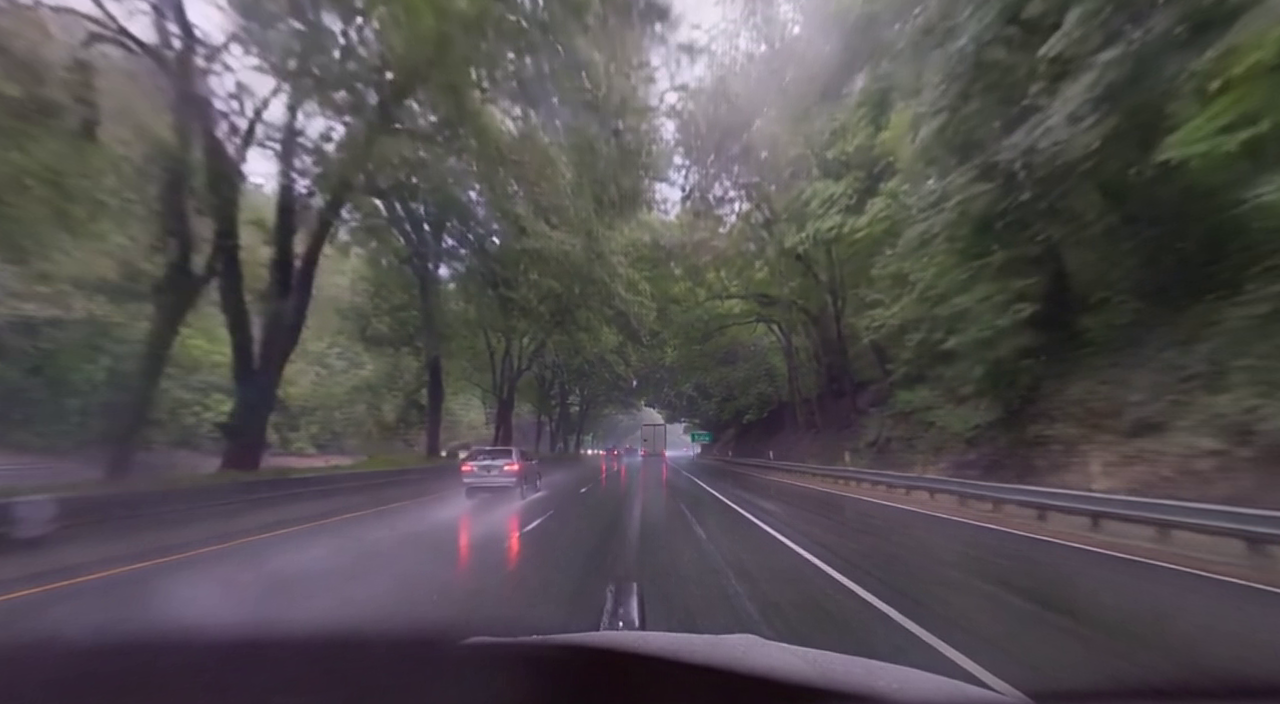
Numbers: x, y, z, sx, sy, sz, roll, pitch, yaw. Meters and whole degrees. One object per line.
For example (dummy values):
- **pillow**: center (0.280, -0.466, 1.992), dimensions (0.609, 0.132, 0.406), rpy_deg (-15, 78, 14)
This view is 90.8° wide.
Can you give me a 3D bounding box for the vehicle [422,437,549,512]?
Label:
- **vehicle**: center (-3.684, 3.005, 15.925), dimensions (2.057, 1.618, 4.212), rpy_deg (0, -9, 1)
